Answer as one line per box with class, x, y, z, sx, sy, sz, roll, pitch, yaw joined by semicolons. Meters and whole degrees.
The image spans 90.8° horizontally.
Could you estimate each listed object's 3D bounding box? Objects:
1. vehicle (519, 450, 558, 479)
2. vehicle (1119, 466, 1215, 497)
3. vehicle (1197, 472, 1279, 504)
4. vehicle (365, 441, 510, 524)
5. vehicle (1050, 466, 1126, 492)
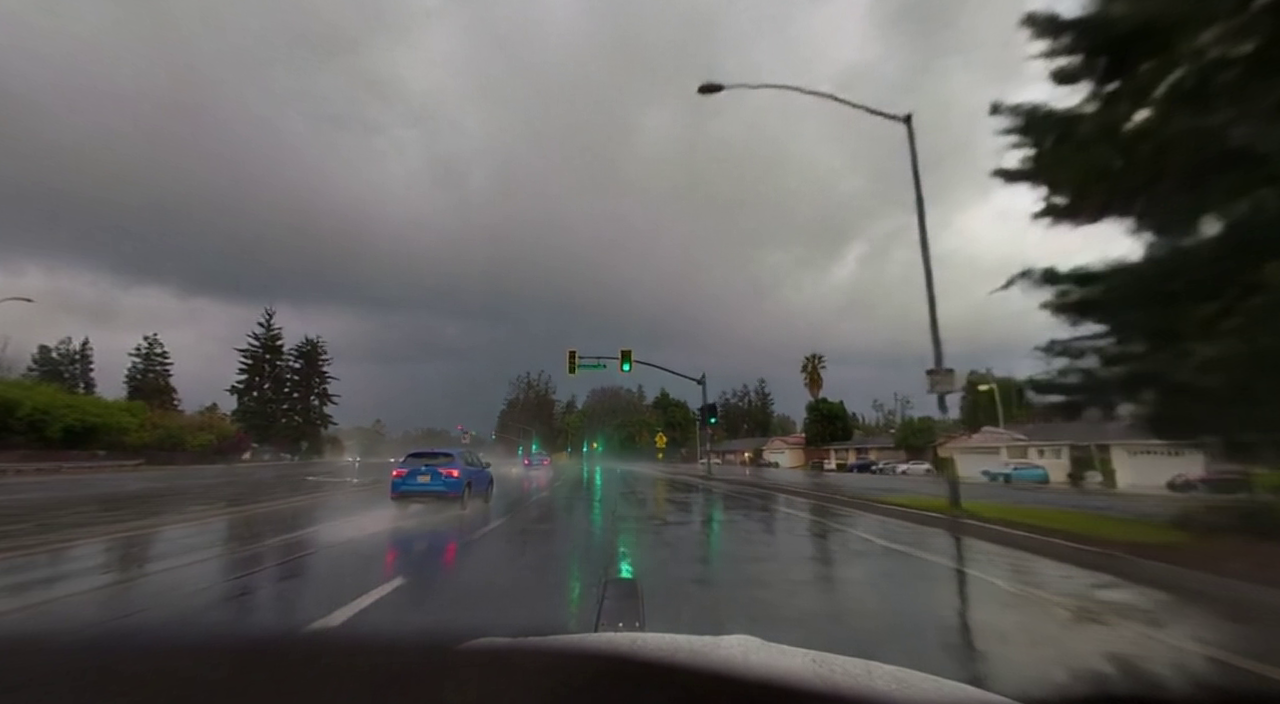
vehicle;-5.878;6.518;36.848;1.904;1.476;3.736;0;-8;-4
vehicle;34.838;8.547;41.945;1.850;1.753;4.760;0;-9;-8
vehicle;35.433;7.846;36.596;1.933;1.489;4.403;0;-9;-6
vehicle;-4.537;2.959;15.020;2.098;1.613;4.606;-1;-8;-2
vehicle;33.941;9.612;48.021;1.791;1.703;4.779;1;-9;-8
